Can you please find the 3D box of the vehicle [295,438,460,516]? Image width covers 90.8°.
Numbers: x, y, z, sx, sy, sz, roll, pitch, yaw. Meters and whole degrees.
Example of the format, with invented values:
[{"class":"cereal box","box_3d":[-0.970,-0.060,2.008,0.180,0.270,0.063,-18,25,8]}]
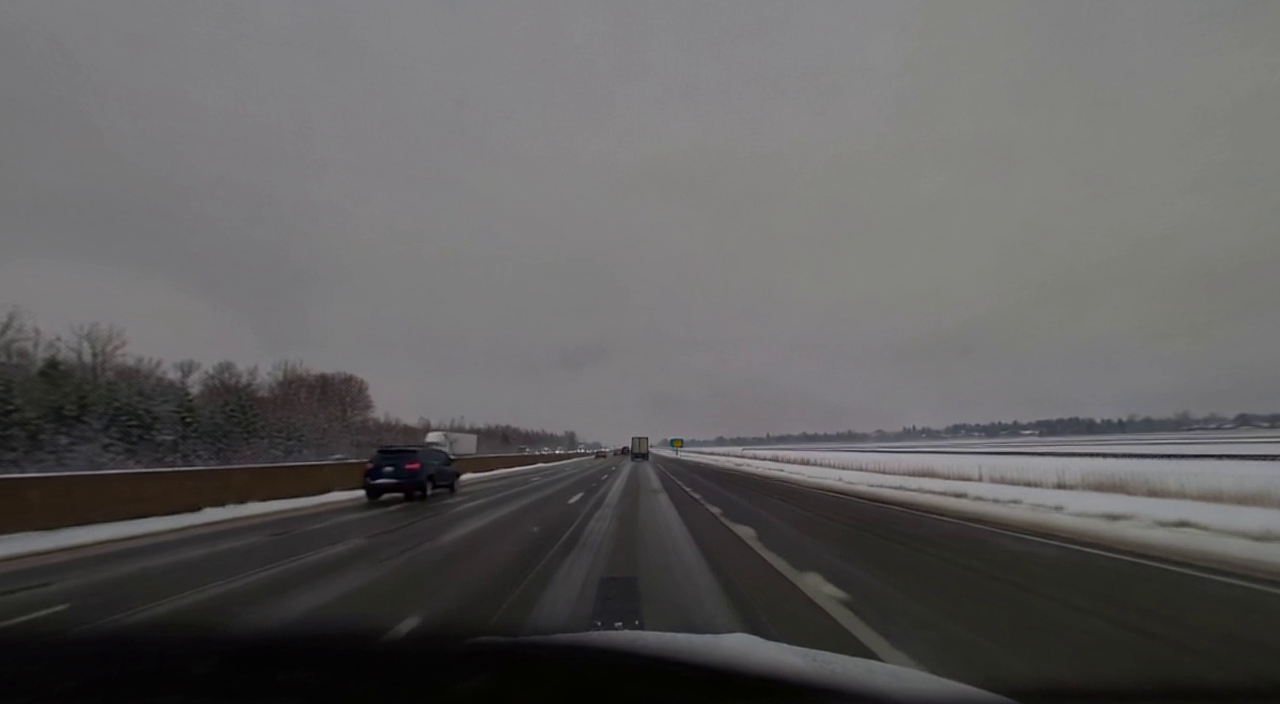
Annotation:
[{"class":"vehicle","box_3d":[-6.511,3.163,16.405,2.234,1.698,4.634,0,-9,1]}]
